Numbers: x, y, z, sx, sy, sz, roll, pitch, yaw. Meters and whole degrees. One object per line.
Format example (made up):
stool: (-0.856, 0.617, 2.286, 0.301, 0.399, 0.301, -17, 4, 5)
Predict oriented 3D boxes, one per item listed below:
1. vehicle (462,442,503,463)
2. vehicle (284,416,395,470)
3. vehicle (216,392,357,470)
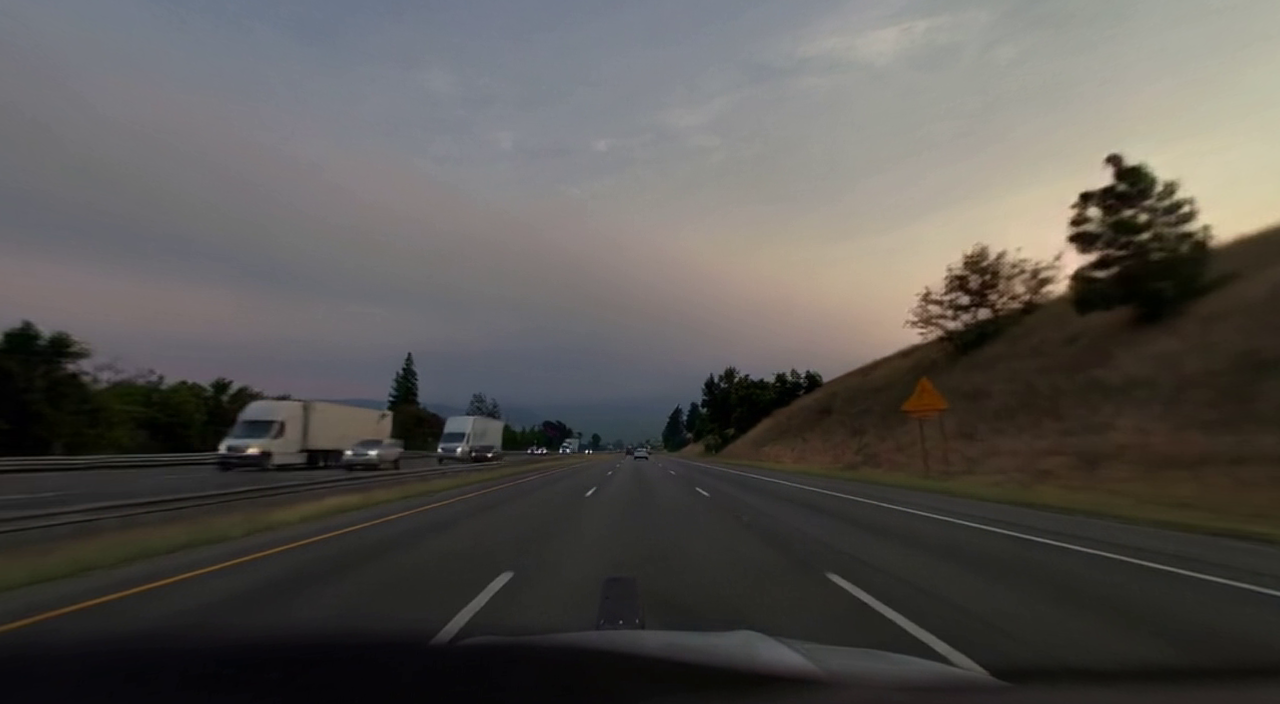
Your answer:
vehicle: (-11.770, 7.545, 47.320, 1.992, 1.503, 4.414, 0, -9, -1)
vehicle: (-15.278, 4.730, 32.694, 2.524, 2.474, 6.600, 0, -9, 0)
vehicle: (-19.305, 4.497, 35.273, 3.262, 3.832, 7.945, 0, -9, -1)
